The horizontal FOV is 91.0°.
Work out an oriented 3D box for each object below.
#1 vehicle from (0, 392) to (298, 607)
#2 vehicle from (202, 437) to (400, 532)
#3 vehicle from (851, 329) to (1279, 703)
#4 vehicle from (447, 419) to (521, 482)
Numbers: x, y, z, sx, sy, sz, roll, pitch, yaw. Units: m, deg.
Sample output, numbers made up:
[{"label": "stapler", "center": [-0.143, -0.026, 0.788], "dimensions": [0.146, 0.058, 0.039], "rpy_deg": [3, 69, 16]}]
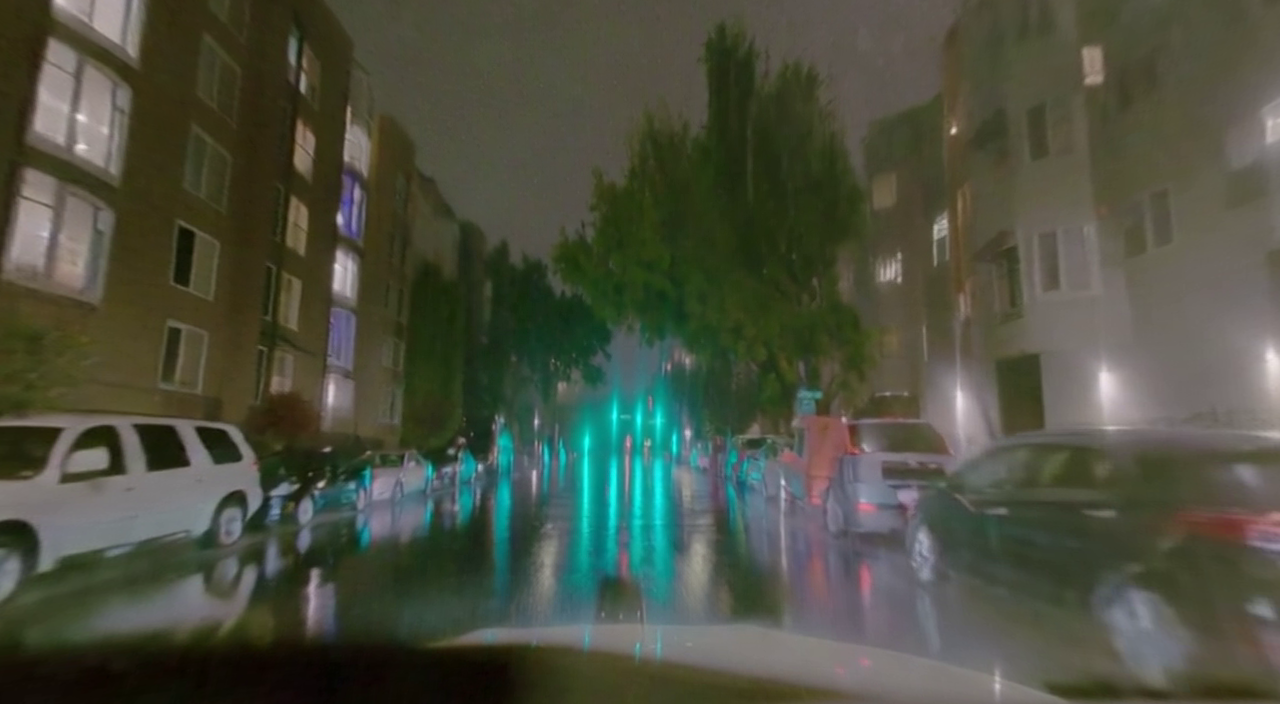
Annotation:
[{"label": "vehicle", "center": [-7.330, 1.861, 8.391], "dimensions": [2.205, 2.051, 6.109], "rpy_deg": [-3, -9, -1]}, {"label": "vehicle", "center": [-7.232, 2.826, 14.124], "dimensions": [1.978, 1.721, 4.589], "rpy_deg": [-1, -9, -2]}, {"label": "vehicle", "center": [3.895, 1.206, 5.451], "dimensions": [2.214, 1.885, 5.268], "rpy_deg": [0, -8, -1]}, {"label": "vehicle", "center": [-7.544, 4.851, 31.154], "dimensions": [2.294, 2.707, 6.199], "rpy_deg": [-2, -9, -2]}]
